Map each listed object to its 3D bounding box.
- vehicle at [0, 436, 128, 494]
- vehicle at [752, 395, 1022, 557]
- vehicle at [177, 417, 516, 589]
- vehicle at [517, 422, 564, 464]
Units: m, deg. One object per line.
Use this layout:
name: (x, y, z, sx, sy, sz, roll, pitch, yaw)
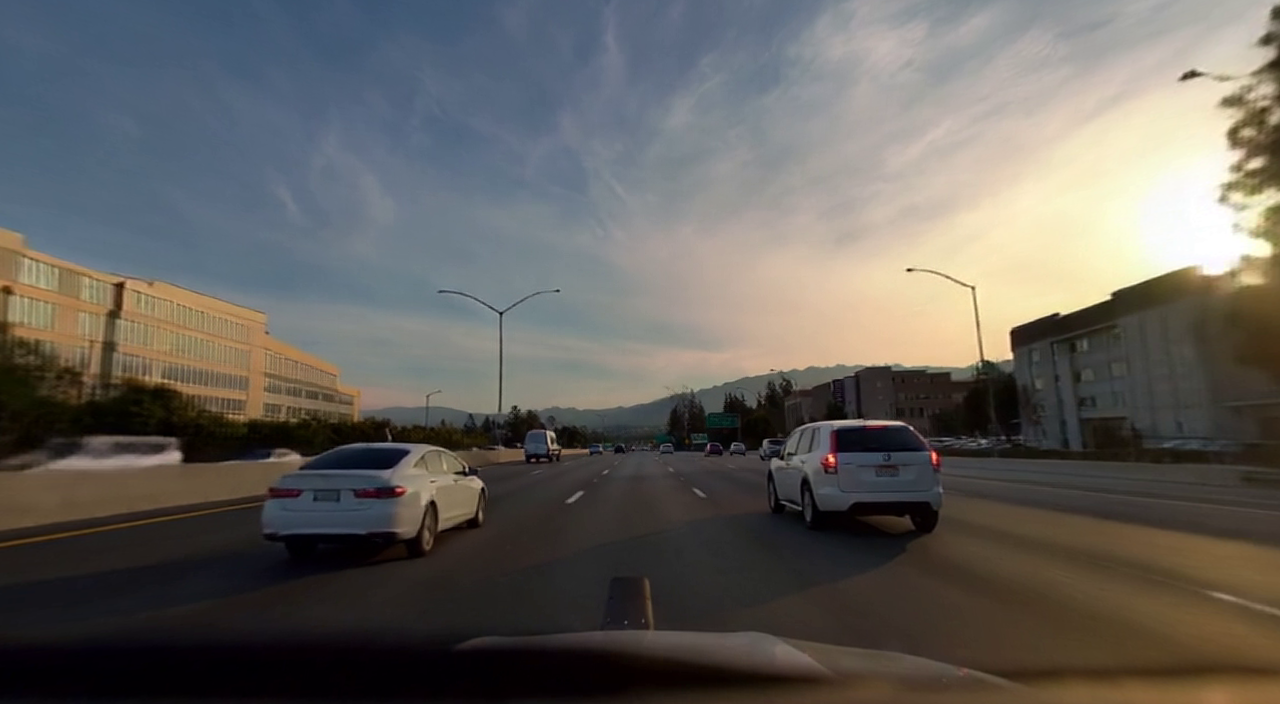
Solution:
vehicle: (-15.588, 2.924, 16.569, 1.450, 1.356, 3.294, 0, -8, 0)
vehicle: (3.301, 1.784, 9.776, 2.148, 1.852, 4.835, 0, -8, -1)
vehicle: (-3.154, 1.734, 8.177, 2.080, 1.542, 4.718, -1, -8, 1)
vehicle: (-7.046, 6.591, 45.519, 2.362, 2.778, 6.630, 0, -8, 0)
